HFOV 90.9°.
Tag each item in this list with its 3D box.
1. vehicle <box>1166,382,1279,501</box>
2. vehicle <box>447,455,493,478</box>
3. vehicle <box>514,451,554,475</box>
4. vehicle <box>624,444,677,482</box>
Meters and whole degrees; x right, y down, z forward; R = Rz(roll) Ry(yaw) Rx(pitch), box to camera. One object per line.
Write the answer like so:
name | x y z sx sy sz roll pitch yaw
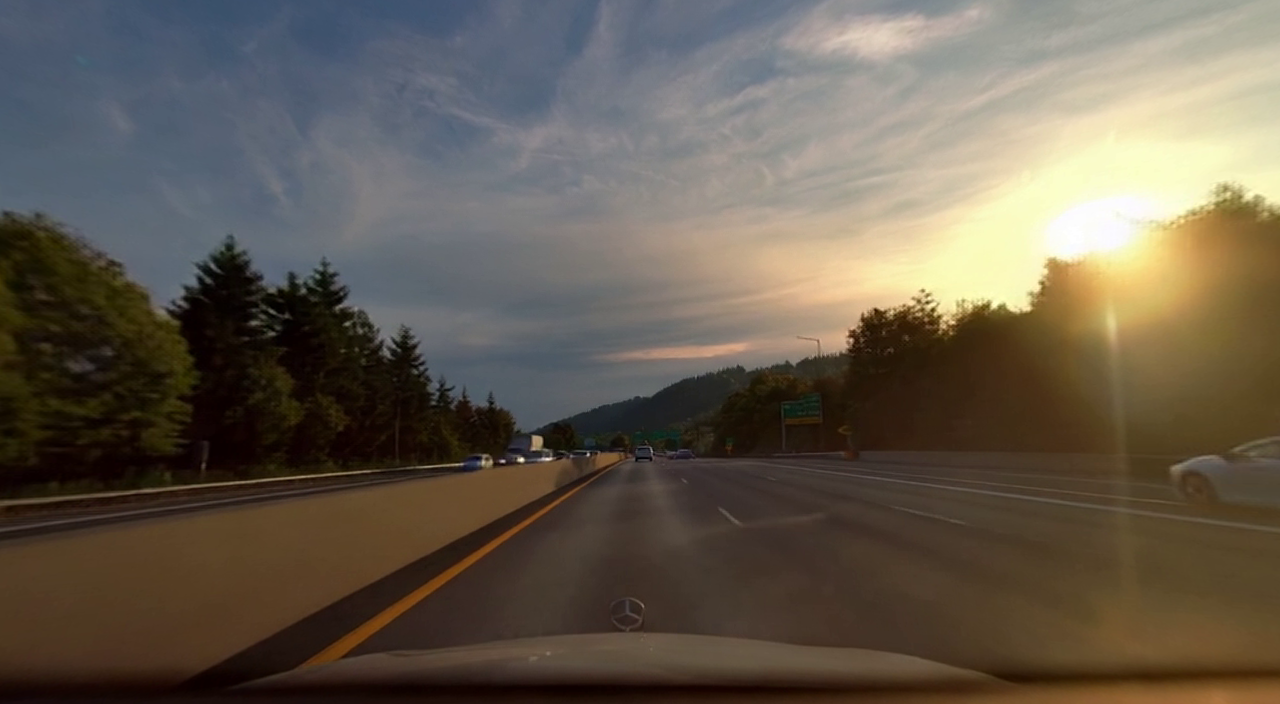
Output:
vehicle | 14.415 1.863 13.175 2.115 2.446 5.323 0 -9 0
vehicle | -11.886 8.008 44.410 1.929 1.505 4.526 0 -9 1
vehicle | -6.932 7.278 41.550 1.956 1.486 3.661 0 -9 1
vehicle | 0.428 4.958 28.393 2.177 1.520 4.278 0 -9 0
